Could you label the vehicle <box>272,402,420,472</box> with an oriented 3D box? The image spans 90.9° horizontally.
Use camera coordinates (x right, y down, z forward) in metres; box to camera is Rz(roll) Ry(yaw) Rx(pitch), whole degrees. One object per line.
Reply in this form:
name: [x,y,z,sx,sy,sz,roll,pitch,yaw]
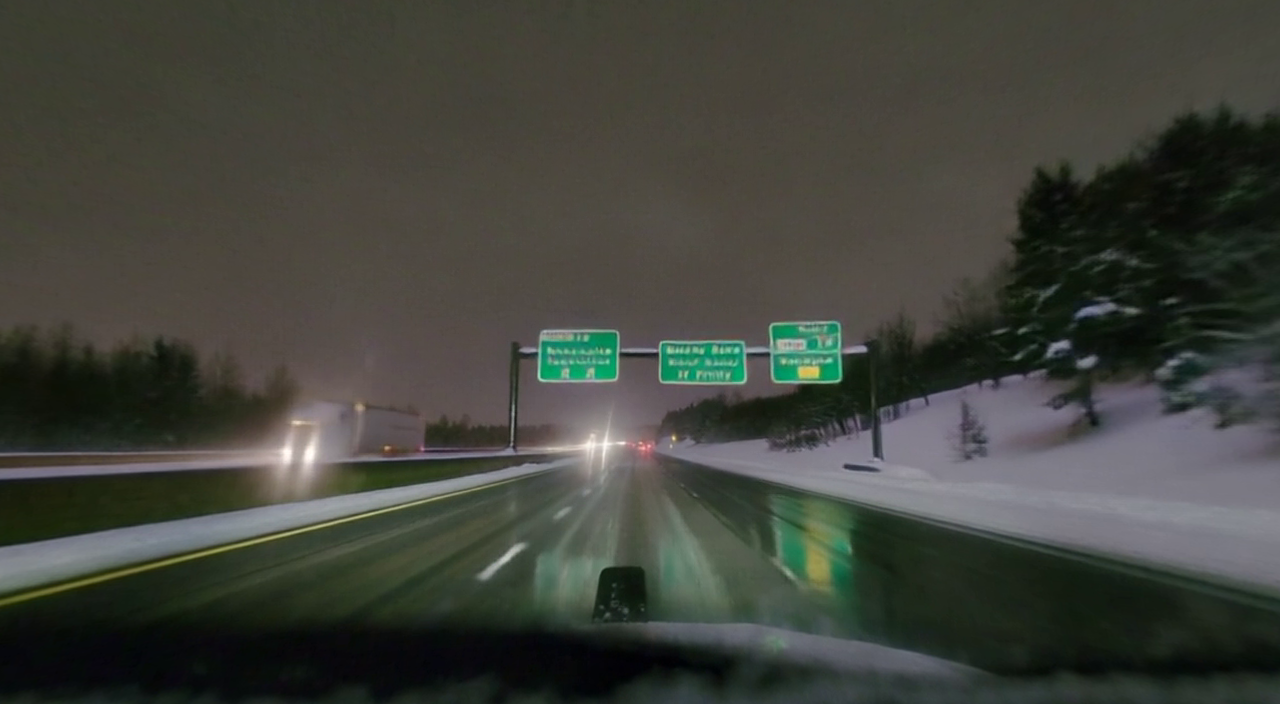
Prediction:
vehicle: [-19.288,5.977,43.236,3.084,3.900,14.884,0,-9,0]
